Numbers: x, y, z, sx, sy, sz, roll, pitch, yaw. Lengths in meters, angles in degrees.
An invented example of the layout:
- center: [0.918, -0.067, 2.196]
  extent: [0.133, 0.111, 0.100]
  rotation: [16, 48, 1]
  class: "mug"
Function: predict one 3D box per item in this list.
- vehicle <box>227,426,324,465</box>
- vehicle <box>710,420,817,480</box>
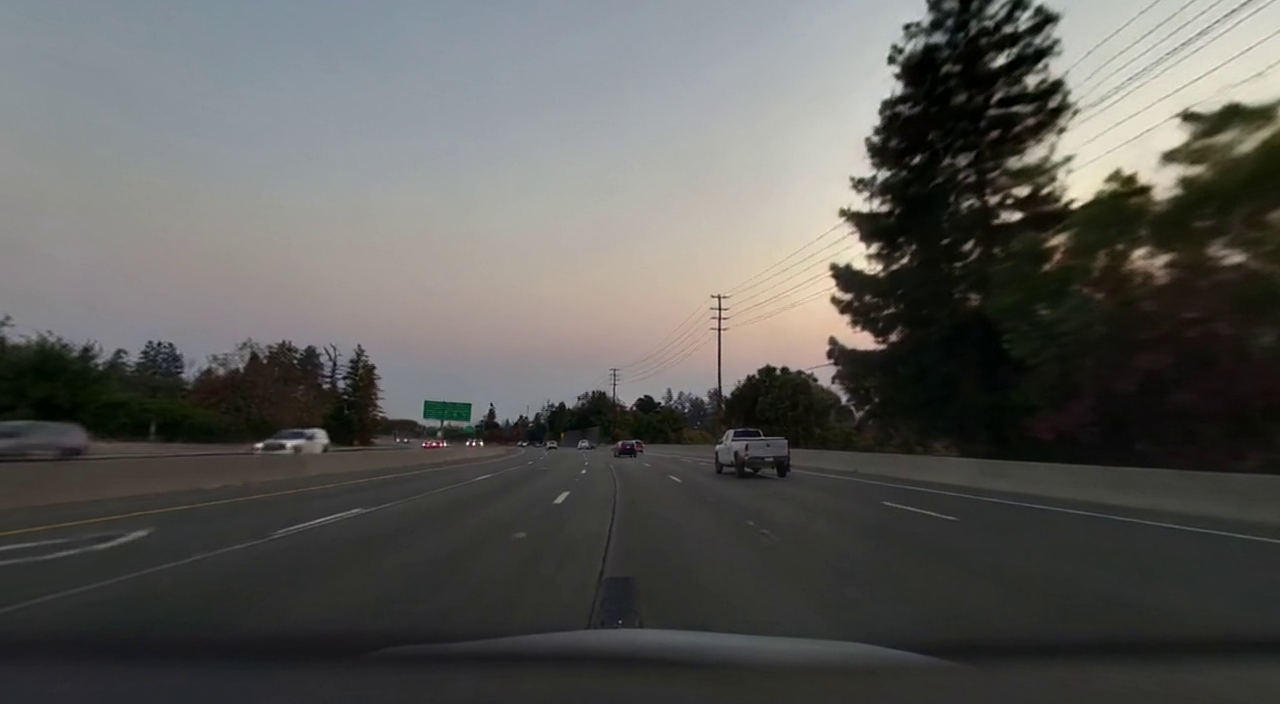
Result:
- center: [-19.172, 4.959, 33.574]
  extent: [2.184, 1.870, 5.387]
  rotation: [1, -8, -4]
  class: "vehicle"
- center: [4.582, 3.809, 24.688]
  extent: [2.504, 2.033, 5.979]
  rotation: [1, -8, -5]
  class: "vehicle"
